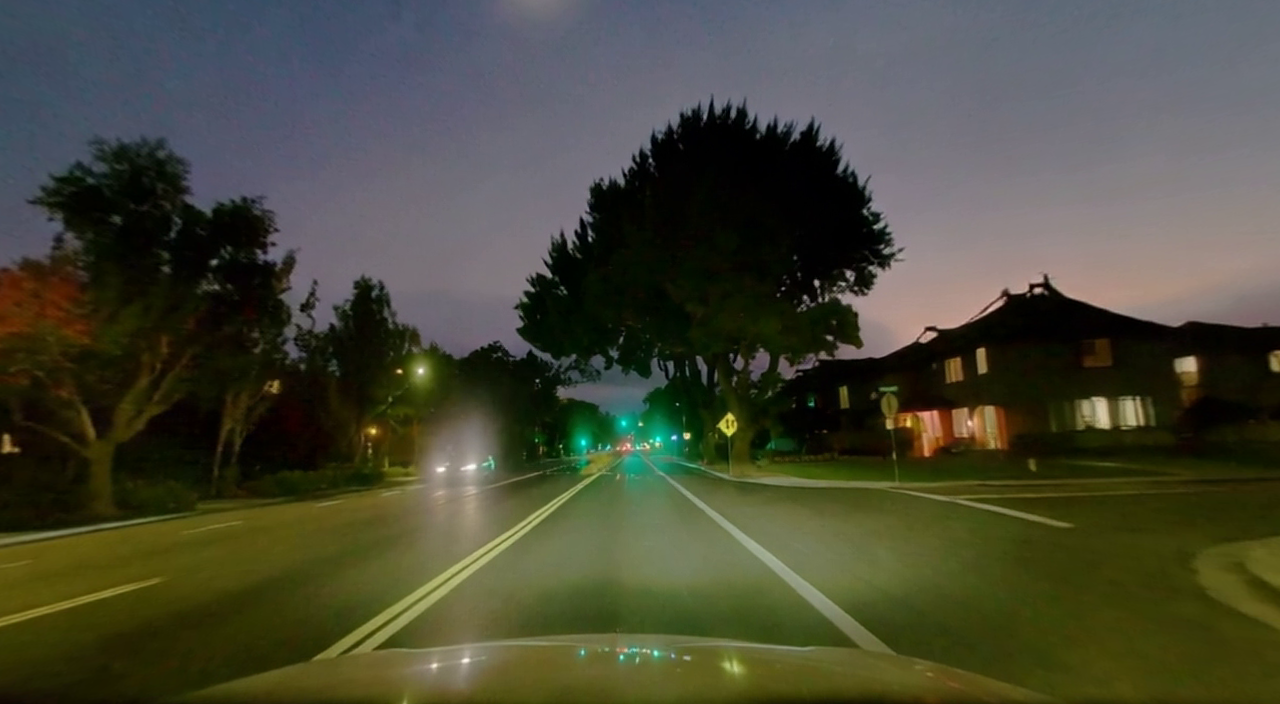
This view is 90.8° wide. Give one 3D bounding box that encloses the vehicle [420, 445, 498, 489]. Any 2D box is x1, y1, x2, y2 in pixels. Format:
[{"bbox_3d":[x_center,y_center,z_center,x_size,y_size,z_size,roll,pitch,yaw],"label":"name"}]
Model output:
[{"bbox_3d":[-7.390,4.734,26.285,1.994,1.646,4.276,0,-9,0],"label":"vehicle"}]
